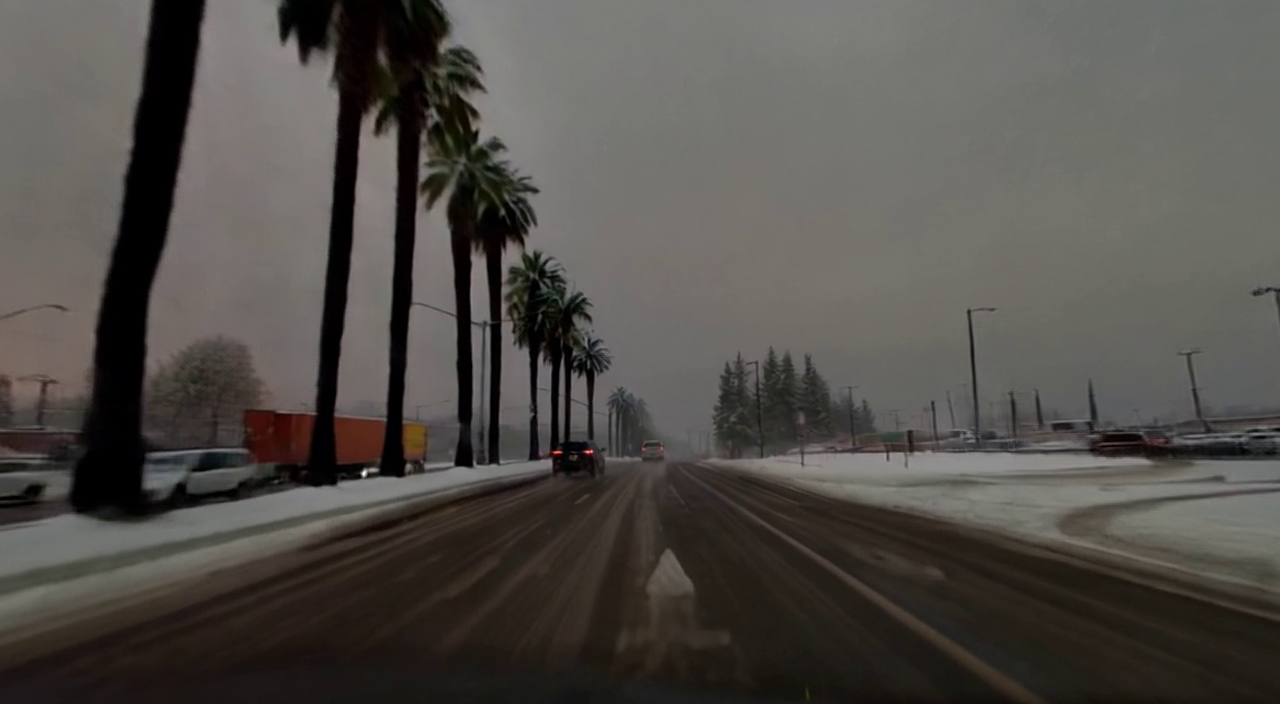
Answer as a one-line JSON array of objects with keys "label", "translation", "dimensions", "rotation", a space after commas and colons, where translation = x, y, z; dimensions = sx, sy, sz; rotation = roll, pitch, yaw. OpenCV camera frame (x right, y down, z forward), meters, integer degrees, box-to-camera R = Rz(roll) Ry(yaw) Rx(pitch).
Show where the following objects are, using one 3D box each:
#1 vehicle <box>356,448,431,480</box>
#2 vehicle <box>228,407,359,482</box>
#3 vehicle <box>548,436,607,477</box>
[{"label": "vehicle", "translation": [-15.700, 7.146, 40.393], "dimensions": [2.402, 1.844, 5.766], "rotation": [0, -8, 1]}, {"label": "vehicle", "translation": [-20.362, 5.598, 37.544], "dimensions": [3.298, 4.031, 7.060], "rotation": [0, -10, 3]}, {"label": "vehicle", "translation": [-2.939, 5.052, 30.615], "dimensions": [2.188, 1.819, 4.667], "rotation": [0, -8, 3]}]
